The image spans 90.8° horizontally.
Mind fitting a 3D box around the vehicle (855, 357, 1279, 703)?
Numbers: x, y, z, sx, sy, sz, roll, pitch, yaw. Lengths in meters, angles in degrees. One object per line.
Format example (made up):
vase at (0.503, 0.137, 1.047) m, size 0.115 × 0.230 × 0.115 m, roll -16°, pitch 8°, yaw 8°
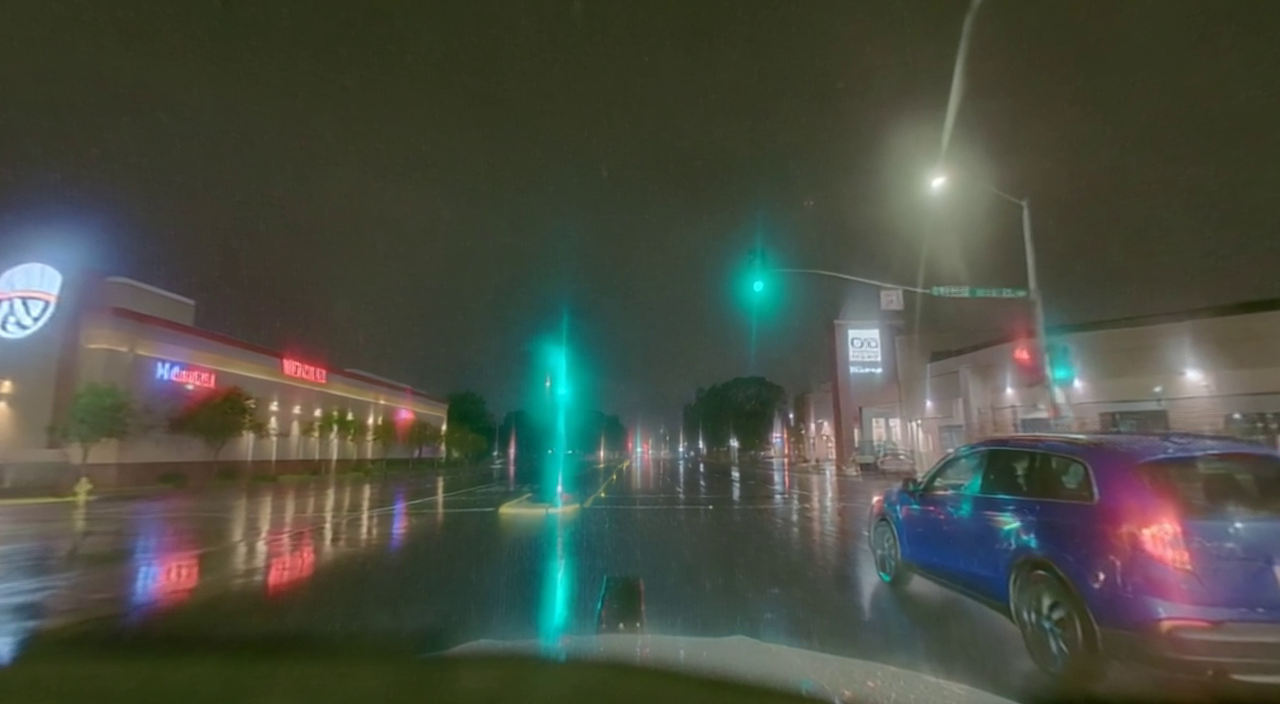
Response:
vehicle at (3.246, 1.109, 3.963) m, size 2.015 × 1.641 × 4.995 m, roll 0°, pitch -9°, yaw 0°
